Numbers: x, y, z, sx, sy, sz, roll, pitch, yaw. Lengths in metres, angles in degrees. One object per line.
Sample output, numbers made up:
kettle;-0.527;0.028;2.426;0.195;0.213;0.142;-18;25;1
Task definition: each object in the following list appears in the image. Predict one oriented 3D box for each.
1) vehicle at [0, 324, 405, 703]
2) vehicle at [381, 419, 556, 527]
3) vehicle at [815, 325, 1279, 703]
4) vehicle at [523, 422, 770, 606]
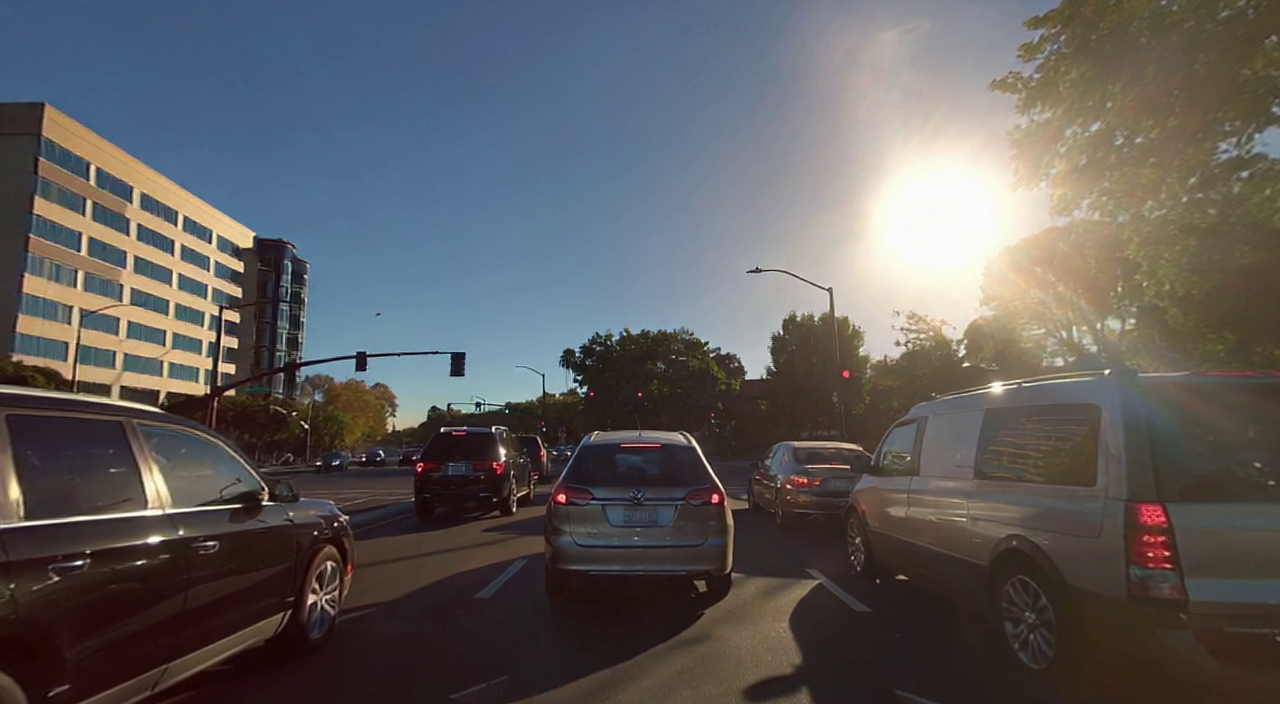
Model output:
vehicle;-3.109;0.963;3.361;1.982;1.721;4.261;0;-8;1
vehicle;-3.177;2.360;12.866;2.117;1.772;4.619;0;-8;2
vehicle;3.218;1.136;5.002;2.141;1.833;4.704;0;-8;-2
vehicle;0.031;1.622;7.204;2.021;1.490;3.948;0;-8;-1
